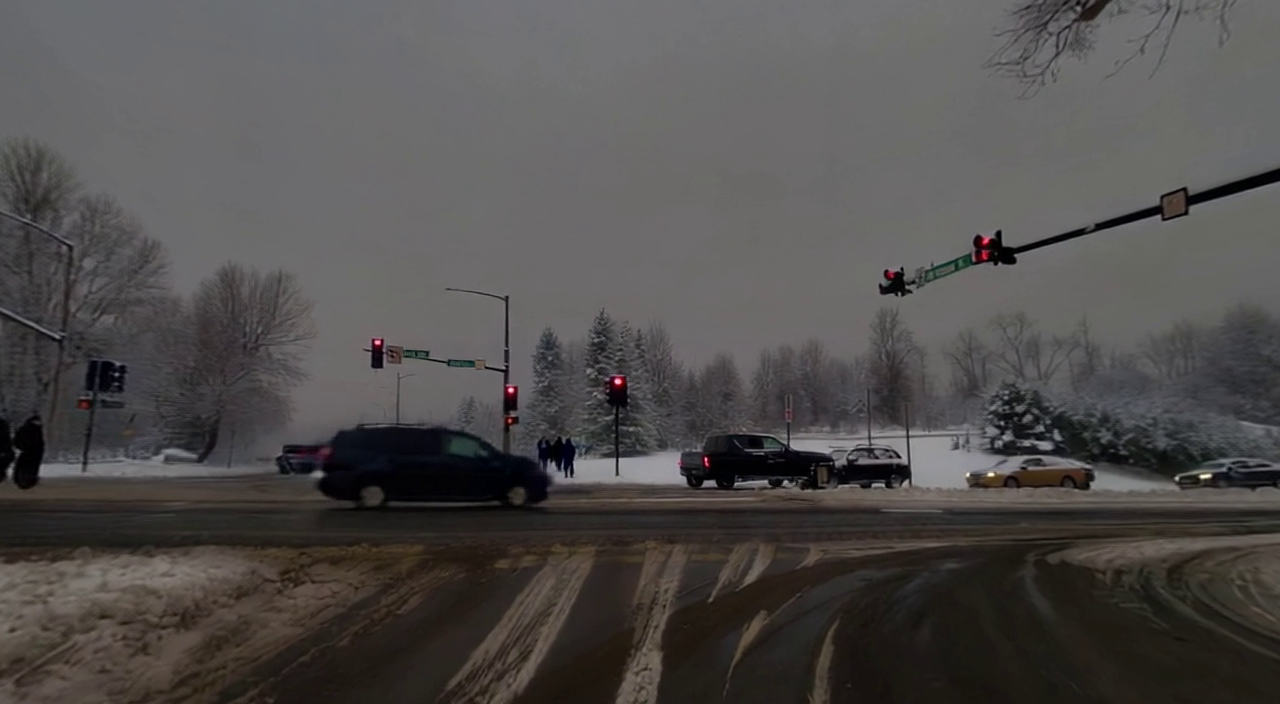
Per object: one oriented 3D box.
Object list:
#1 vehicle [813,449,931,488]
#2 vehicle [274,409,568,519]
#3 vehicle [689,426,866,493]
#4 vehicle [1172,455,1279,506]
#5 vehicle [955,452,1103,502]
[{"bbox_3d":[10.224,5.130,27.897,4.537,1.608,1.827,2,-9,-9],"label":"vehicle"},{"bbox_3d":[-3.843,2.040,11.701,4.633,1.739,2.090,3,-9,-17],"label":"vehicle"},{"bbox_3d":[4.694,3.706,21.750,5.535,1.896,2.170,5,-9,-11],"label":"vehicle"},{"bbox_3d":[23.925,5.026,24.901,4.322,1.522,1.795,-3,-9,-10],"label":"vehicle"},{"bbox_3d":[14.532,4.642,23.665,4.356,1.498,1.957,-2,-8,-7],"label":"vehicle"}]
